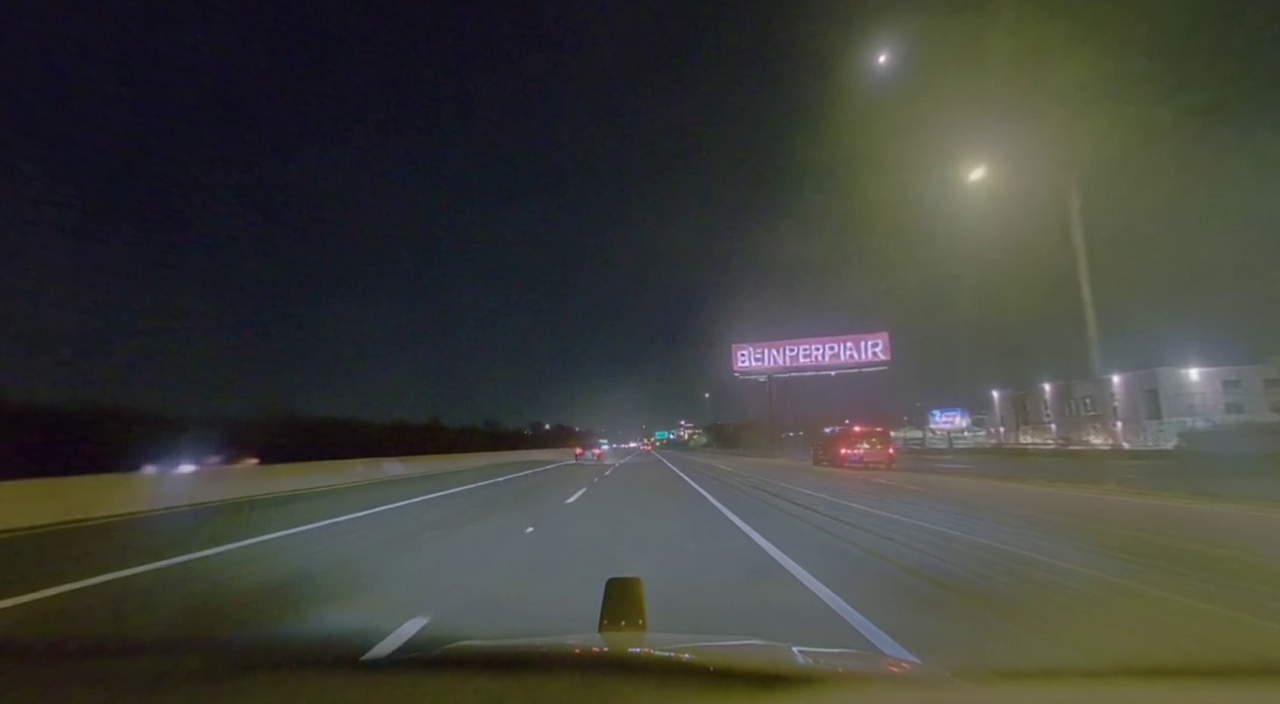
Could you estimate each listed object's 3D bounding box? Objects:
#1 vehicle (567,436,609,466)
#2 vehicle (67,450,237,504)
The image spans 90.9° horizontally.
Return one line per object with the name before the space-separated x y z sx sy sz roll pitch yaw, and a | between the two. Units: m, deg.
vehicle | -3.335 6.472 41.420 2.159 1.793 5.027 -1 -8 1
vehicle | -15.242 3.876 20.106 1.789 1.464 4.599 0 -8 -1
